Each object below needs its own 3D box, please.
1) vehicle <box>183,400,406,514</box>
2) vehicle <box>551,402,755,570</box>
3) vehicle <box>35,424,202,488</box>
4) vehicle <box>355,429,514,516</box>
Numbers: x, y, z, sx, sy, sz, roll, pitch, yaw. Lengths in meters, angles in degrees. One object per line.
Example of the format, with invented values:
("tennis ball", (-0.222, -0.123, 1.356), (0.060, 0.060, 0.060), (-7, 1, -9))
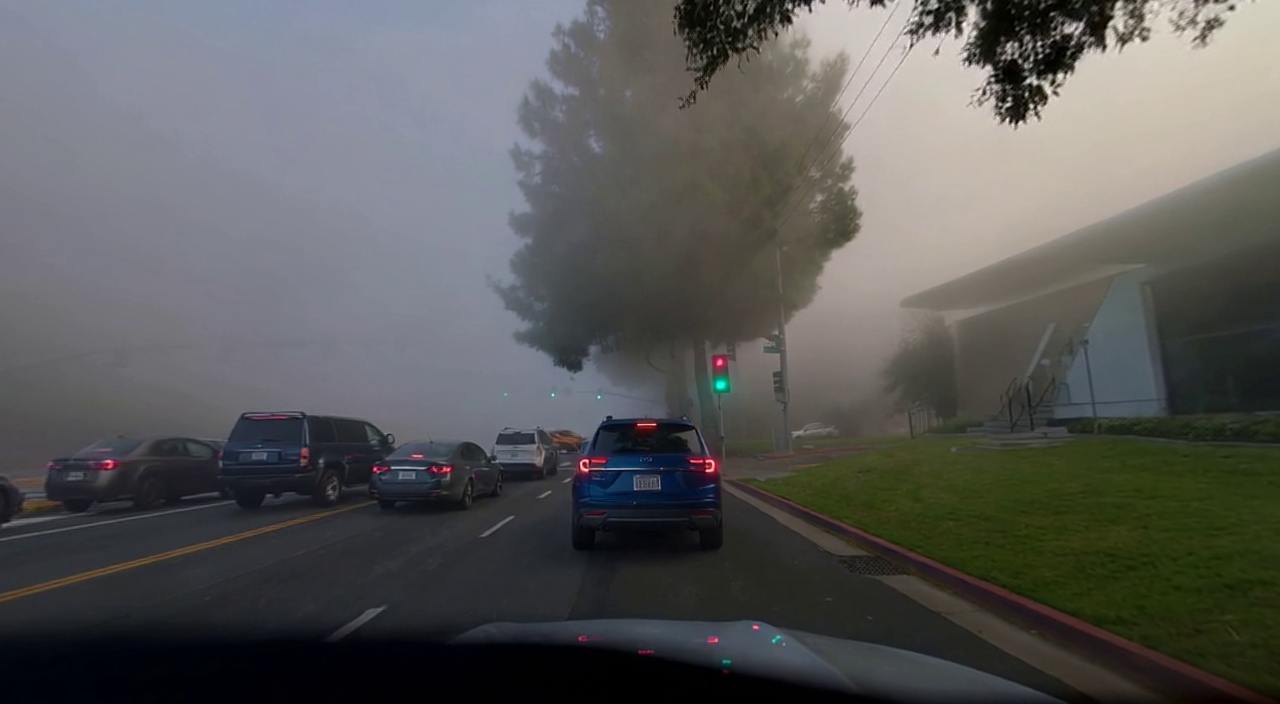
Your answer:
("vehicle", (-7.390, 2.341, 14.398), (2.195, 2.093, 5.185), (0, -9, -1))
("vehicle", (0.106, 1.674, 8.573), (2.055, 1.681, 4.270), (0, -9, -1))
("vehicle", (-17.677, 3.548, 21.770), (2.136, 1.976, 4.342), (0, -9, -4))
("vehicle", (-4.080, 2.464, 13.396), (1.942, 1.523, 4.212), (0, -9, 0))
